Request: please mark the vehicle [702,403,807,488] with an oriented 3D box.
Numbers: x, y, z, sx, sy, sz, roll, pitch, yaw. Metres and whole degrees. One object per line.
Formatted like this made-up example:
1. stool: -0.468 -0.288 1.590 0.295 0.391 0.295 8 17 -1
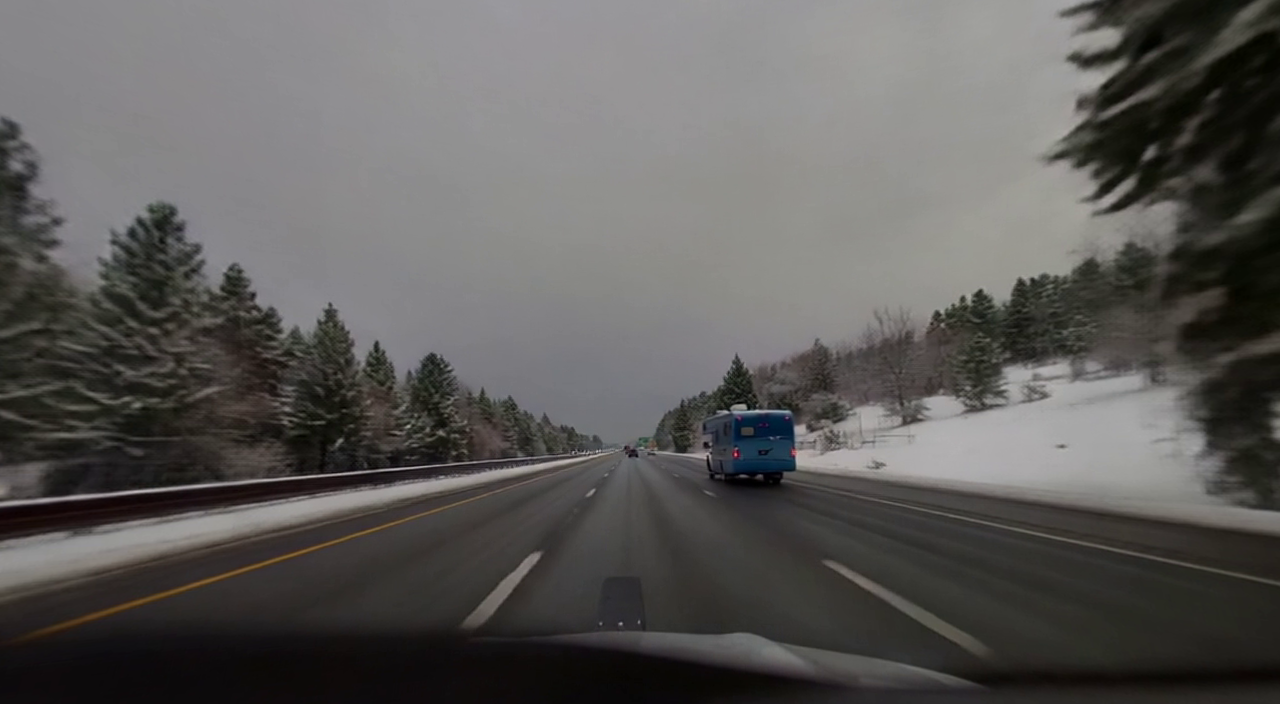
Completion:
1. vehicle: 4.058 3.548 23.788 2.556 2.763 6.287 0 -9 -2
